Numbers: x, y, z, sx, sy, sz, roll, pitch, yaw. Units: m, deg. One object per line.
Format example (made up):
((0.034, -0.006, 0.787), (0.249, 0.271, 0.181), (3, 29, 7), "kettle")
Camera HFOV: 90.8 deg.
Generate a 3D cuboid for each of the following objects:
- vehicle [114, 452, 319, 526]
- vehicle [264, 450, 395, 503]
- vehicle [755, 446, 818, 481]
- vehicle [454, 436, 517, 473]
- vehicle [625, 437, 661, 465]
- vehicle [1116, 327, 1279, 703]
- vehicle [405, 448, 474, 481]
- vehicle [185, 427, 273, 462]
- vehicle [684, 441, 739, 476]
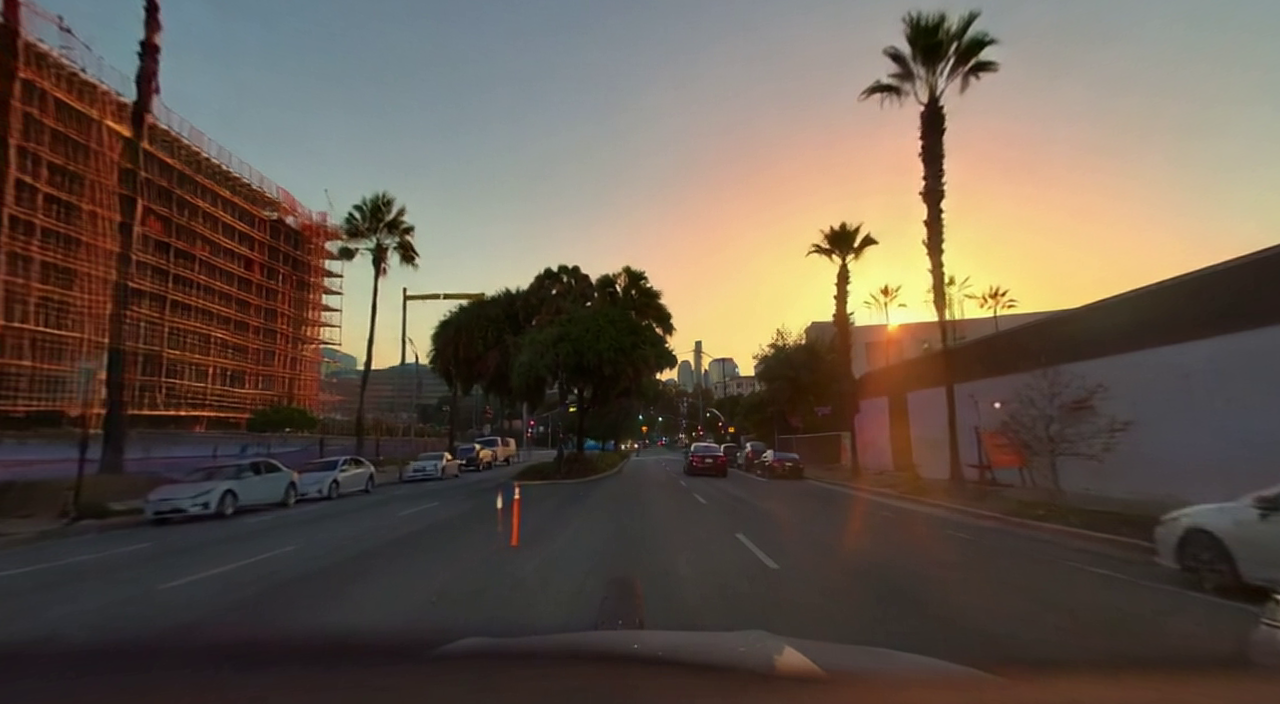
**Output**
((-9.674, 3.123, 14.959), (1.826, 1.445, 4.325), (0, -9, 0), "vehicle")
((-9.553, 3.831, 19.944), (1.821, 1.448, 4.591), (0, -9, 0), "vehicle")
((6.610, 5.076, 29.015), (1.819, 1.435, 4.337), (0, -9, -1), "vehicle")
((-9.777, 6.633, 40.516), (2.294, 1.948, 6.025), (-6, -11, 1), "vehicle")
((0.238, 6.573, 41.976), (2.264, 1.798, 4.258), (0, -9, 1), "vehicle")
((3.086, 0.527, 0.516), (1.953, 1.687, 4.344), (0, -9, 0), "vehicle")
((-9.784, 5.478, 31.192), (1.804, 1.478, 4.734), (0, -9, 0), "vehicle")
((-19.942, 4.507, 30.641), (3.575, 1.571, 1.912), (-5, -10, 27), "vehicle")
((3.261, 4.954, 29.556), (1.999, 1.487, 3.939), (0, -9, -2), "vehicle")
